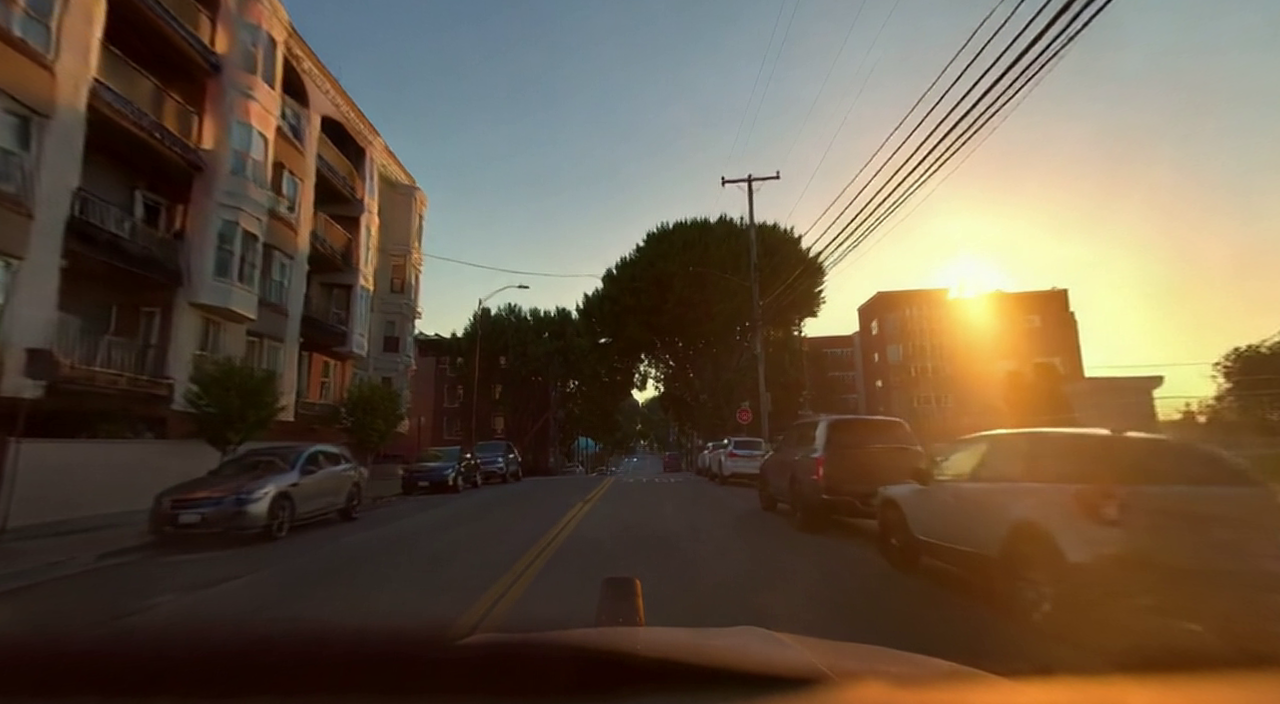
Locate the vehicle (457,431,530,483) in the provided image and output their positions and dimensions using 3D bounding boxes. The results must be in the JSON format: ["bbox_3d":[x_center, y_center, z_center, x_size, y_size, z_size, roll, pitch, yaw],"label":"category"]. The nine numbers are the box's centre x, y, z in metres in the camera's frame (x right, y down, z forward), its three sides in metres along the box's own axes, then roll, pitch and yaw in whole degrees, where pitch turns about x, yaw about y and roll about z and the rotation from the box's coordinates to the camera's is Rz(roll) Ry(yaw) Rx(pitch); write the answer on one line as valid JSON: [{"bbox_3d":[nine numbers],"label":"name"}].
[{"bbox_3d":[-6.144,4.539,27.121,2.076,1.913,5.060,-2,-10,-1],"label":"vehicle"}]

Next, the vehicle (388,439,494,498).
[{"bbox_3d":[-6.418,3.777,20.949,2.069,1.647,4.359,-2,-8,1],"label":"vehicle"}]

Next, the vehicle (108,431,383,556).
[{"bbox_3d":[-6.368,2.280,10.985,1.947,1.707,4.352,0,-8,0],"label":"vehicle"}]

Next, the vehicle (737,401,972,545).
[{"bbox_3d":[3.272,1.987,11.058,2.082,1.902,5.122,0,-8,-3],"label":"vehicle"}]

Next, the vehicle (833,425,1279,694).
[{"bbox_3d":[3.580,1.509,5.958,1.925,1.489,4.655,0,-8,-2],"label":"vehicle"}]
